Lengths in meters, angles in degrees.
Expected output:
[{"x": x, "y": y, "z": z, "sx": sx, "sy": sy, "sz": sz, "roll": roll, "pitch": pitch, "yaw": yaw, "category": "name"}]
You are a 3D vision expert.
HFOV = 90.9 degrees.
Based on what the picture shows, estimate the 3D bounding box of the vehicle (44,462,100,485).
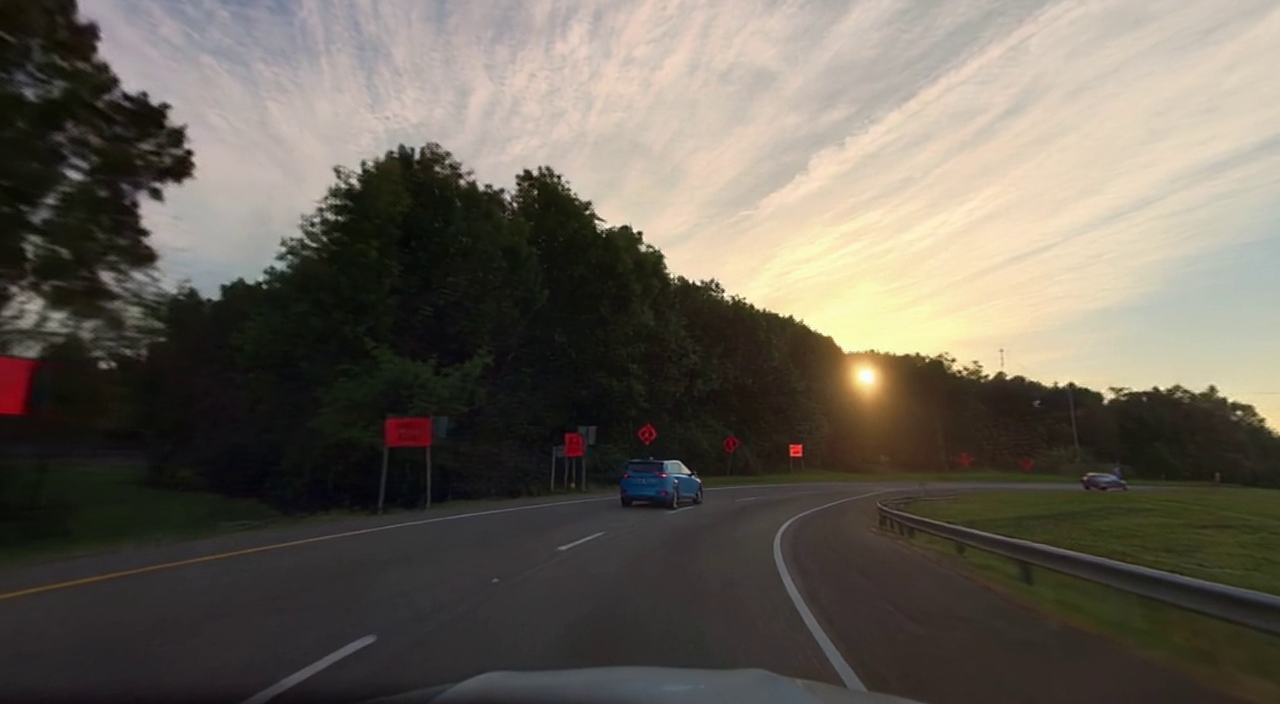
[{"x": -39.898, "y": 8.531, "z": 44.361, "sx": 1.758, "sy": 1.470, "sz": 3.823, "roll": 5, "pitch": -11, "yaw": -25, "category": "vehicle"}]

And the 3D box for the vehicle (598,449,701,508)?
[{"x": 0.457, "y": 4.101, "z": 20.661, "sx": 1.997, "sy": 1.692, "sz": 4.422, "roll": -3, "pitch": -11, "yaw": 20, "category": "vehicle"}]
